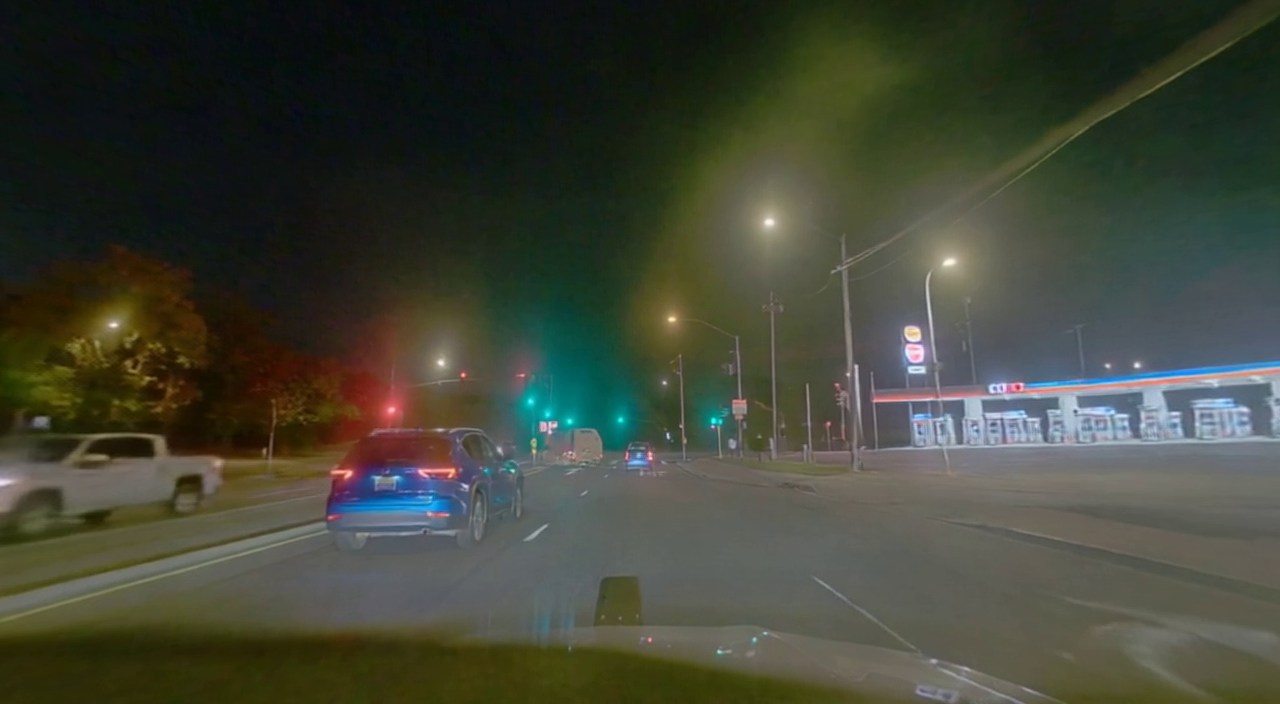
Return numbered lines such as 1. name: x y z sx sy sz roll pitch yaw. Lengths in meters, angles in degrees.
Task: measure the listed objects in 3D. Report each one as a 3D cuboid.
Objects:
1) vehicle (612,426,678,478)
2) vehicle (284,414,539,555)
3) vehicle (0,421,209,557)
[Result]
1. vehicle: 0.115 4.295 27.312 2.552 1.999 5.498 0 -8 -1
2. vehicle: -3.253 2.020 10.358 2.247 1.734 4.919 0 -8 1
3. vehicle: -11.154 2.524 12.155 2.172 2.109 5.009 -2 -8 -1
